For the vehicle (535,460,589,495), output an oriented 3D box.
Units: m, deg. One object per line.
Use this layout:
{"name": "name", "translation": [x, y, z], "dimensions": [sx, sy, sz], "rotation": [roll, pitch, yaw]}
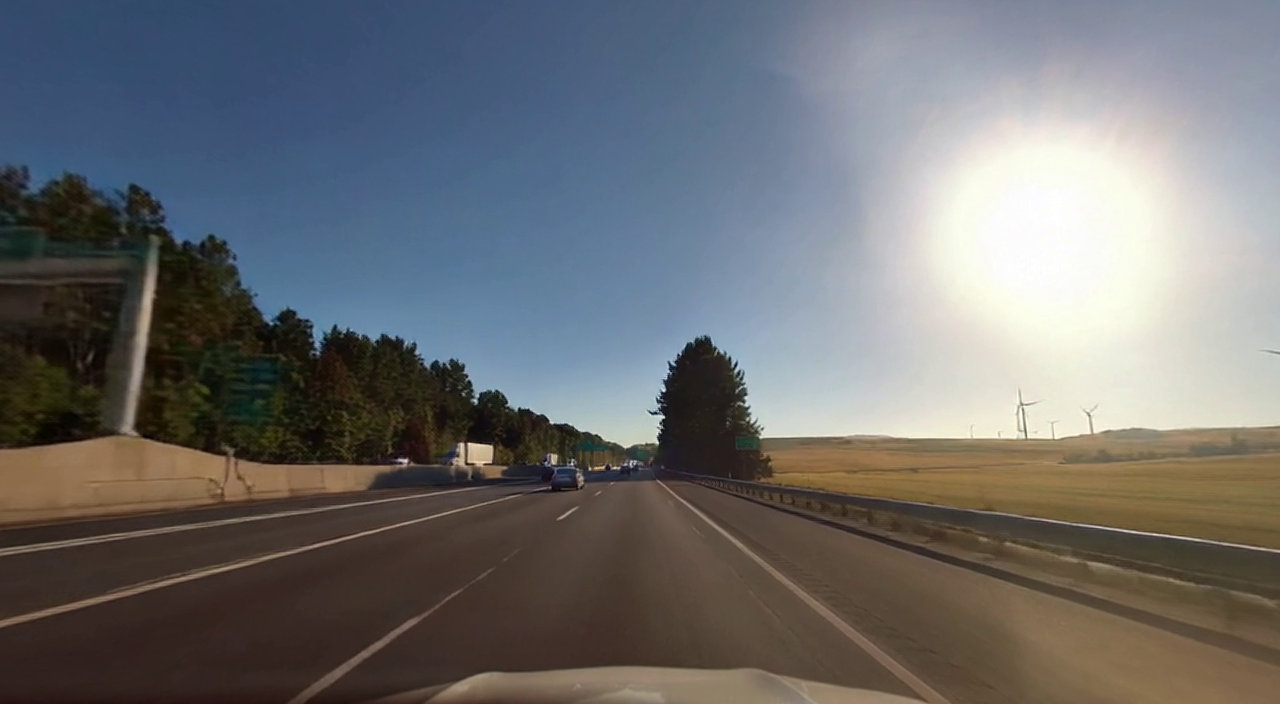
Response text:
{"name": "vehicle", "translation": [-3.676, 6.037, 30.584], "dimensions": [2.039, 1.505, 4.843], "rotation": [1, -10, 0]}
